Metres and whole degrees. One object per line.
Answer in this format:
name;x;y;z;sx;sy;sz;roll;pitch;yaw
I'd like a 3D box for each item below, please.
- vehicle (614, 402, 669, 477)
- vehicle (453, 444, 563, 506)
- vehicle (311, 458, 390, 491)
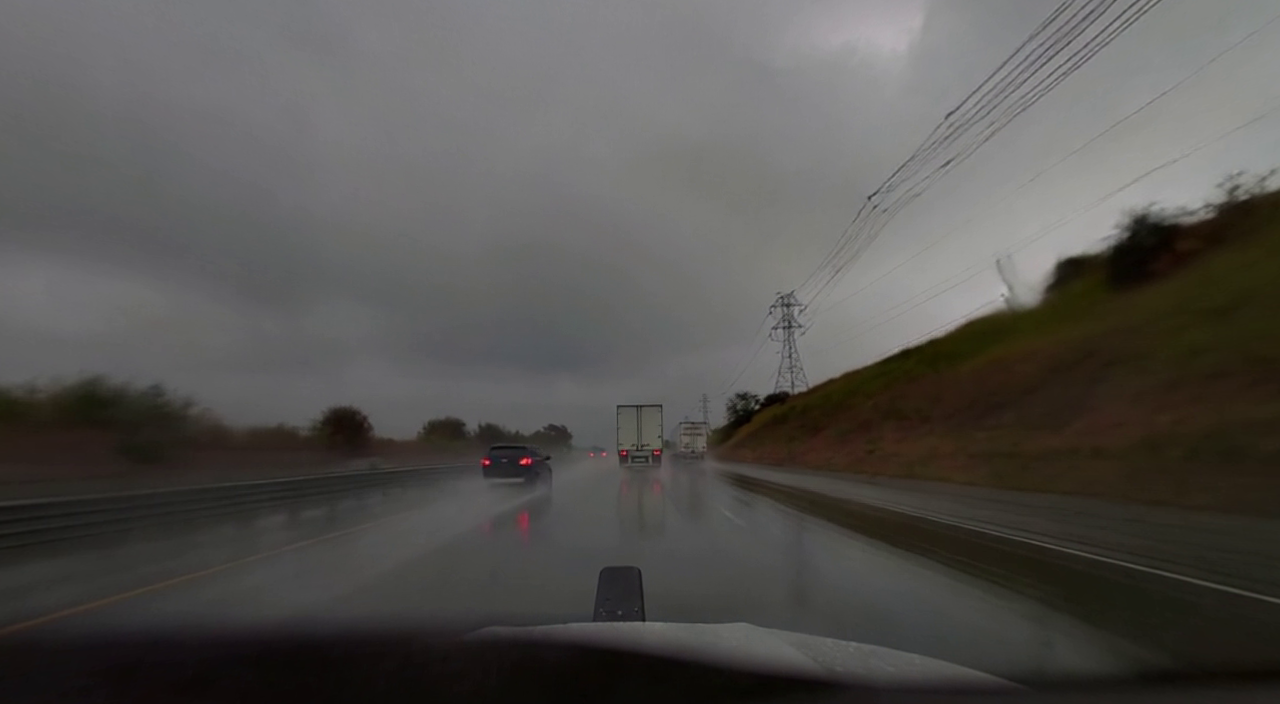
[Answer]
vehicle;0.149;5.581;39.598;2.985;4.025;10.982;0;-9;1
vehicle;-3.615;3.479;18.309;2.128;1.533;4.694;0;-9;1
vehicle;-14.367;6.075;31.578;1.931;1.464;4.412;0;-9;-1
